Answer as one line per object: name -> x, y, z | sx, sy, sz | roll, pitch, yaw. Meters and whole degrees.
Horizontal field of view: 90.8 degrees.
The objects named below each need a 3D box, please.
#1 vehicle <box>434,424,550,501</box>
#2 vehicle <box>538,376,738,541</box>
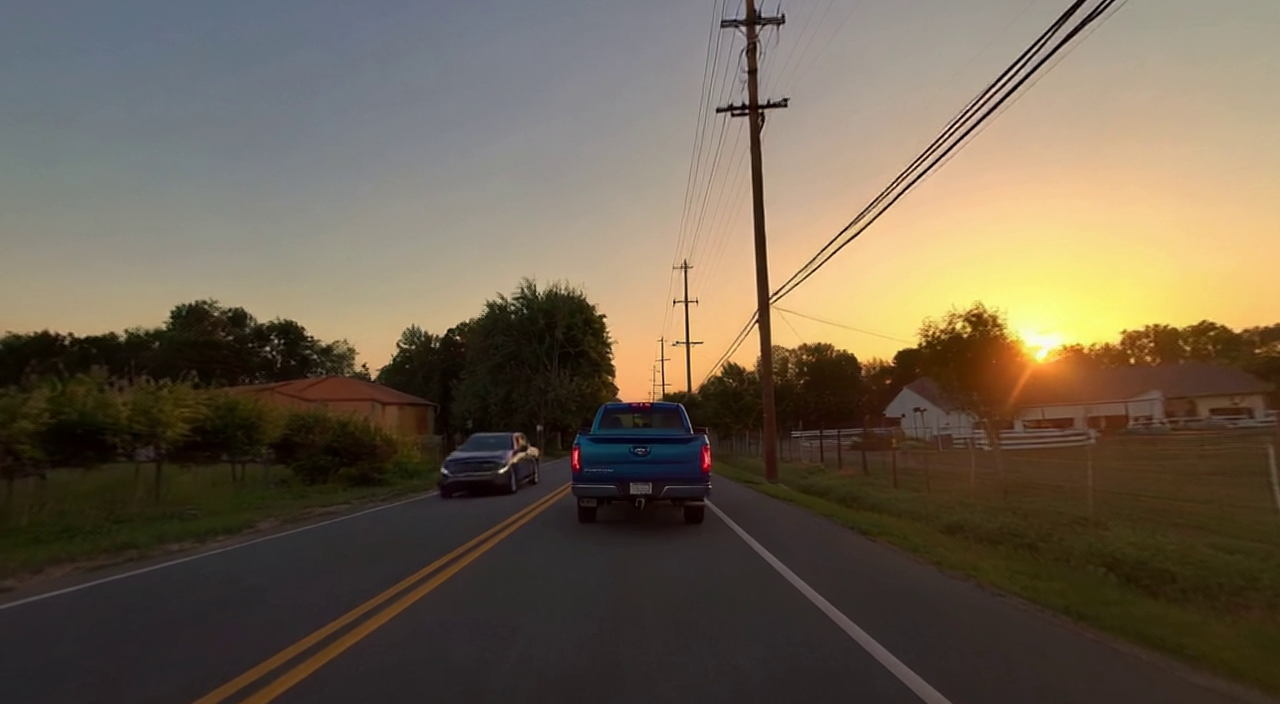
vehicle -> -3.886, 3.013, 17.565 | 2.072, 1.819, 4.707 | 0, -8, 0
vehicle -> -0.080, 1.870, 11.587 | 2.693, 2.223, 5.885 | 0, -8, -1
